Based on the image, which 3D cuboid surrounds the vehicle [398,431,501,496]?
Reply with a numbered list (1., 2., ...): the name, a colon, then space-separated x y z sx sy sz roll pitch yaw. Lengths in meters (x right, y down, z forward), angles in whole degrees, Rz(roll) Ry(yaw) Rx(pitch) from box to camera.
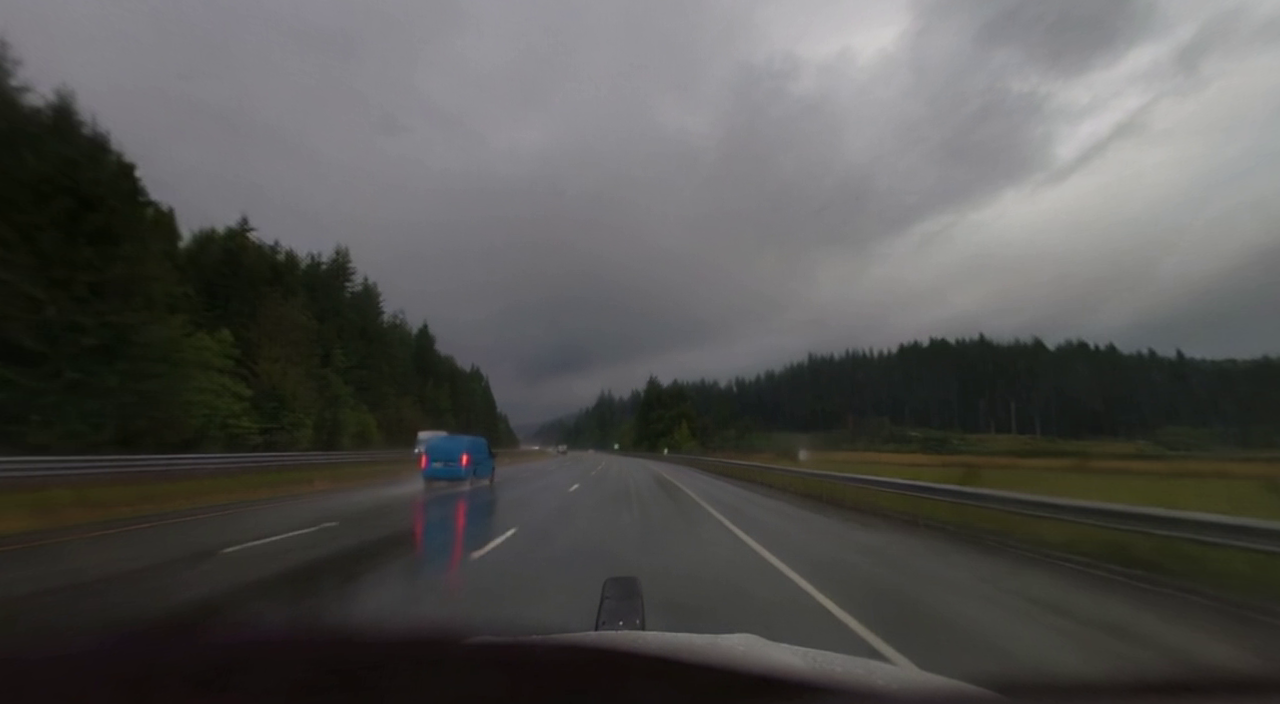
1. vehicle: -6.648 3.969 22.726 2.197 2.038 4.919 0 -9 0
